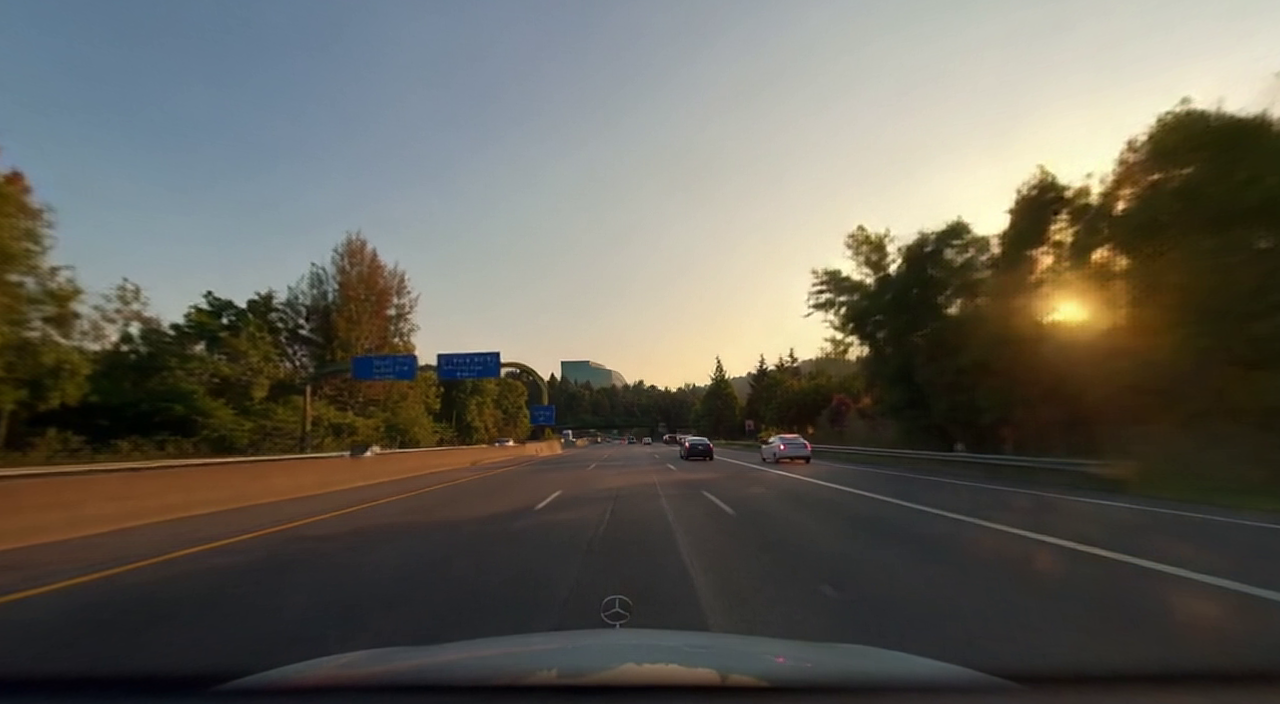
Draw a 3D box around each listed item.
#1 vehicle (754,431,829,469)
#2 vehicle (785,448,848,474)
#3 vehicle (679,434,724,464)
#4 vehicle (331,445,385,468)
[{"bbox_3d":[6.648,4.338,28.263,2.003,1.522,4.940,0,-8,-1],"label":"vehicle"},{"bbox_3d":[6.772,4.187,24.419,1.535,0.862,2.814,0,-8,-2],"label":"vehicle"},{"bbox_3d":[3.147,5.029,32.906,1.819,1.468,3.770,0,-8,-2],"label":"vehicle"},{"bbox_3d":[-19.339,7.179,43.386,1.727,1.419,4.340,0,-8,0],"label":"vehicle"}]
